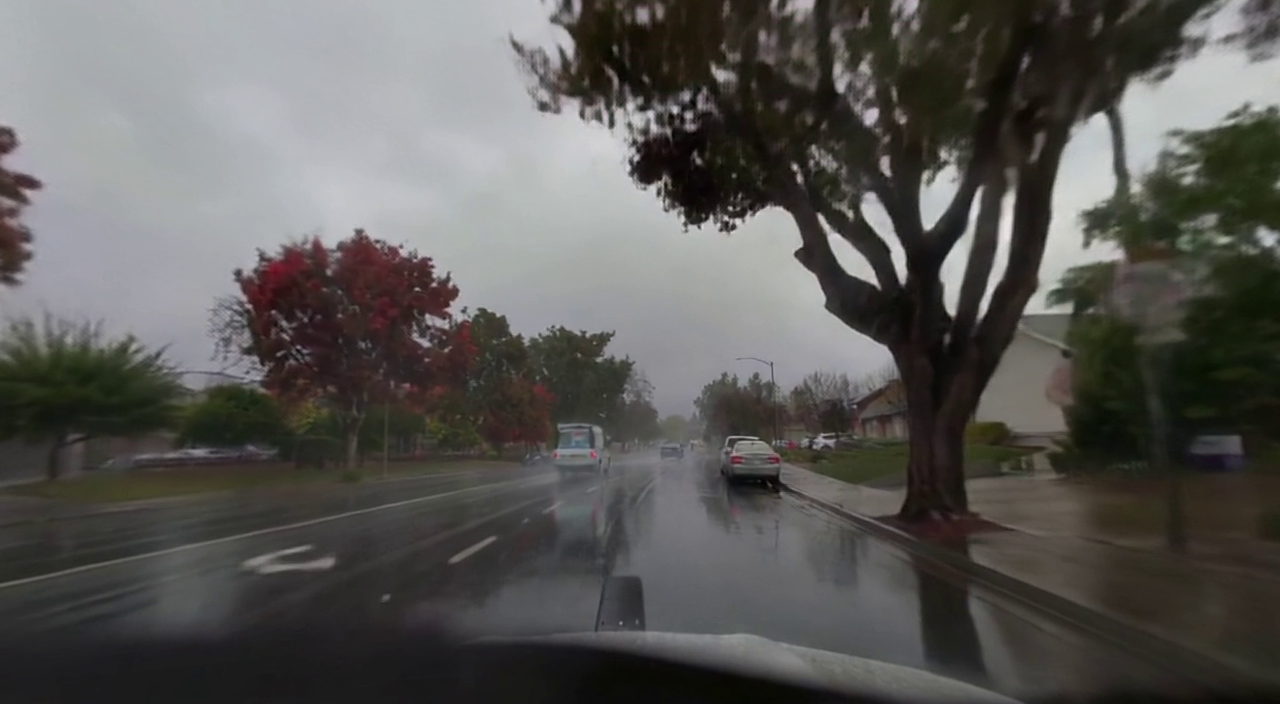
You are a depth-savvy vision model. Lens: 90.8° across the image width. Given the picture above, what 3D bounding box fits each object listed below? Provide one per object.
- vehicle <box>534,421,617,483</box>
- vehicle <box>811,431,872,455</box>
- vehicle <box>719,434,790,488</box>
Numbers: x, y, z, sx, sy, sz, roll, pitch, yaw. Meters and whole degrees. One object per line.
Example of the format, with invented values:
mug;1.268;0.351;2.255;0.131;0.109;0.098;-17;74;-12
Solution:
vehicle;-2.328;3.828;24.412;2.085;2.084;5.133;-1;-8;7
vehicle;15.719;7.150;49.593;4.249;1.550;1.843;-4;-8;10
vehicle;3.833;3.730;21.933;2.040;1.643;4.446;-1;-8;6
